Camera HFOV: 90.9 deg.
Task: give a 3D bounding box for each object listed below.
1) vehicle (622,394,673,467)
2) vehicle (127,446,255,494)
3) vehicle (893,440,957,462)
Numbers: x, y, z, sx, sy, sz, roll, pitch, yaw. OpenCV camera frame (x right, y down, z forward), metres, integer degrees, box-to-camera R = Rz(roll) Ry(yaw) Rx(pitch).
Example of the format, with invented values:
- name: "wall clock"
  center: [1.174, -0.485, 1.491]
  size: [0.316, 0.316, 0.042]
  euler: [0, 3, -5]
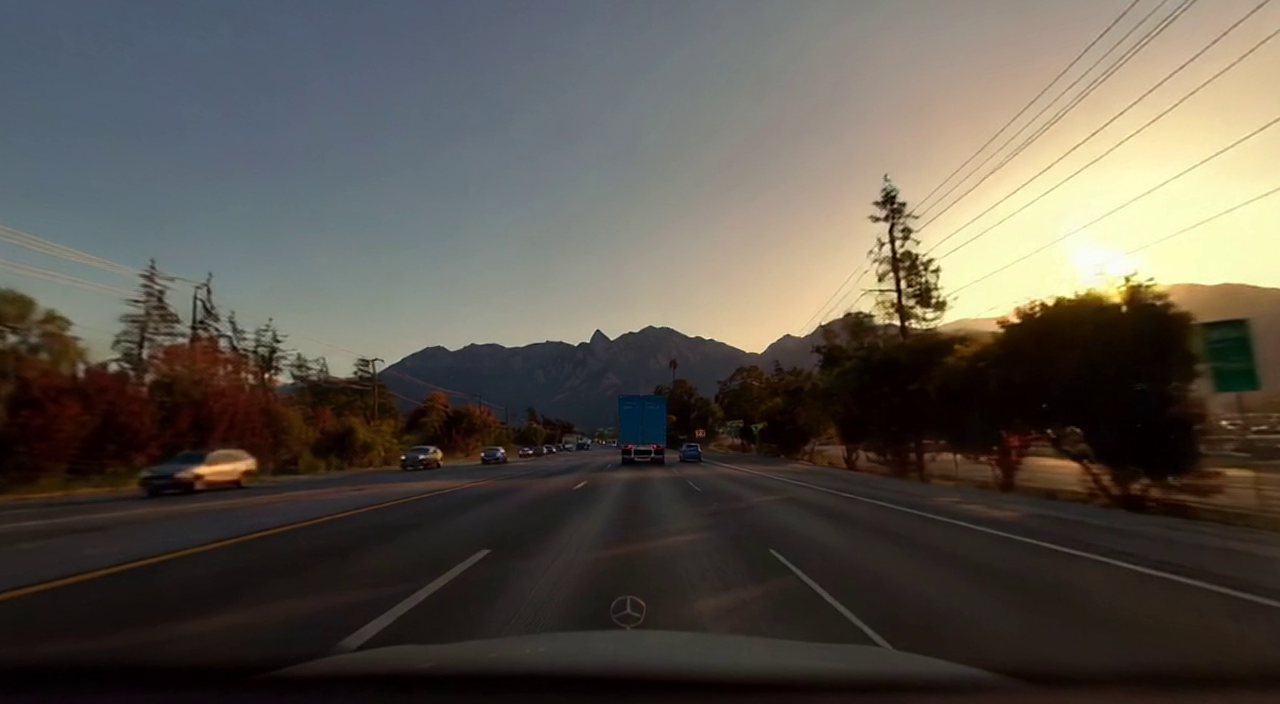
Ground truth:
- name: "vehicle"
  center: [0.367, 5.323, 41.789]
  size: [2.919, 4.101, 11.541]
  euler: [0, -8, -1]
- name: "vehicle"
  center: [-20.040, 5.229, 28.491]
  size: [2.111, 1.965, 4.954]
  euler: [0, -8, 0]
- name: "vehicle"
  center: [20.998, 7.316, 46.667]
  size: [2.037, 1.564, 4.905]
  euler: [1, -9, -6]
